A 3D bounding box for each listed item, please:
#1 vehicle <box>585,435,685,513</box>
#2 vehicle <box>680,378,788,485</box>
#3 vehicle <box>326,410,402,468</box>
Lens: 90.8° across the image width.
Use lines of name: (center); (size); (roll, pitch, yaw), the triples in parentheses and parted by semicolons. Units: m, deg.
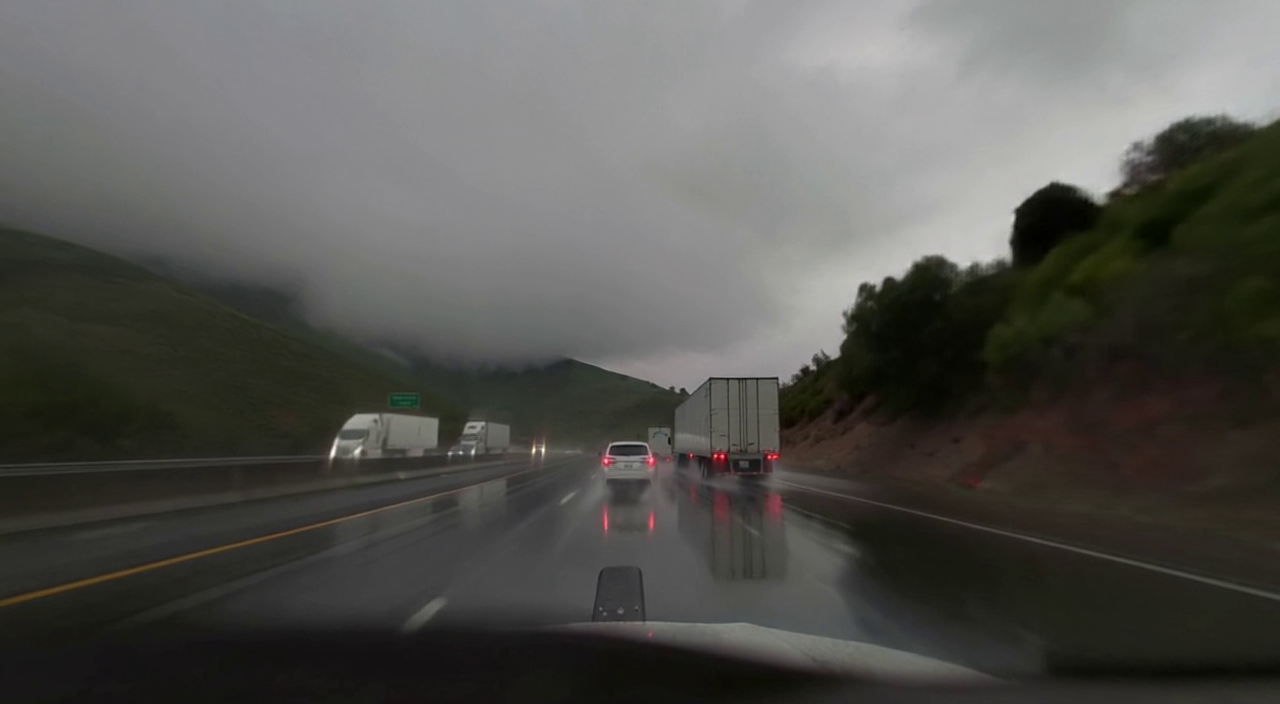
vehicle: (-0.122, 2.878, 15.266); (2.109, 1.639, 3.768); (0, -9, -1)
vehicle: (3.971, 4.084, 30.833); (2.812, 4.024, 14.098); (0, -9, -1)
vehicle: (-20.202, 6.482, 46.622); (2.977, 3.953, 5.858); (0, -9, -1)
